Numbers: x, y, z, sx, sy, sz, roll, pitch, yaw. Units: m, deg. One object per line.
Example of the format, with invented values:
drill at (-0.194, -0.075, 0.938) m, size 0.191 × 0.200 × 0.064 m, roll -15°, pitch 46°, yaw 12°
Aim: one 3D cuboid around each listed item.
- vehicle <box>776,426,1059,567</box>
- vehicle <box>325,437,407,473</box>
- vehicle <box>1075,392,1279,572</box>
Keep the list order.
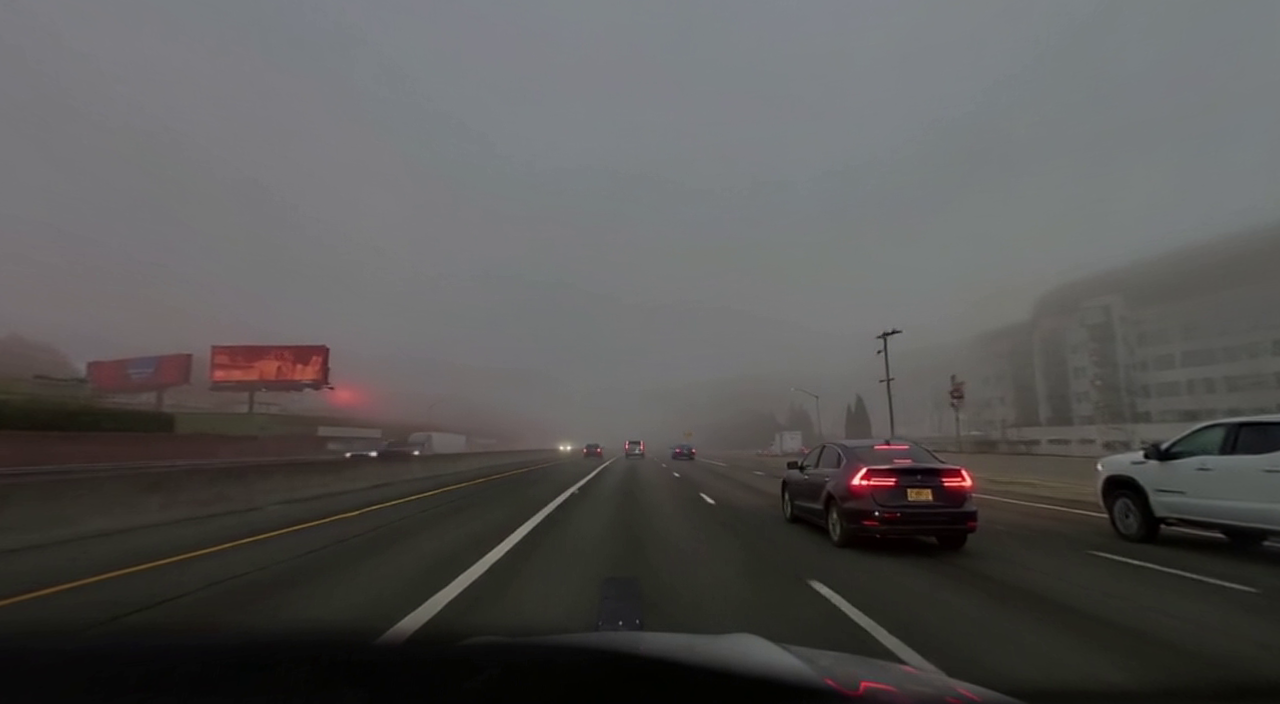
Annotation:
vehicle at (3.511, 1.914, 9.181) m, size 1.987 × 1.509 × 4.512 m, roll 0°, pitch -9°, yaw -1°
vehicle at (-15.148, 5.731, 35.299) m, size 2.290 × 1.858 × 4.978 m, roll 0°, pitch -9°, yaw 1°
vehicle at (7.557, 1.380, 6.823) m, size 2.176 × 1.793 × 4.841 m, roll 0°, pitch -9°, yaw -1°
